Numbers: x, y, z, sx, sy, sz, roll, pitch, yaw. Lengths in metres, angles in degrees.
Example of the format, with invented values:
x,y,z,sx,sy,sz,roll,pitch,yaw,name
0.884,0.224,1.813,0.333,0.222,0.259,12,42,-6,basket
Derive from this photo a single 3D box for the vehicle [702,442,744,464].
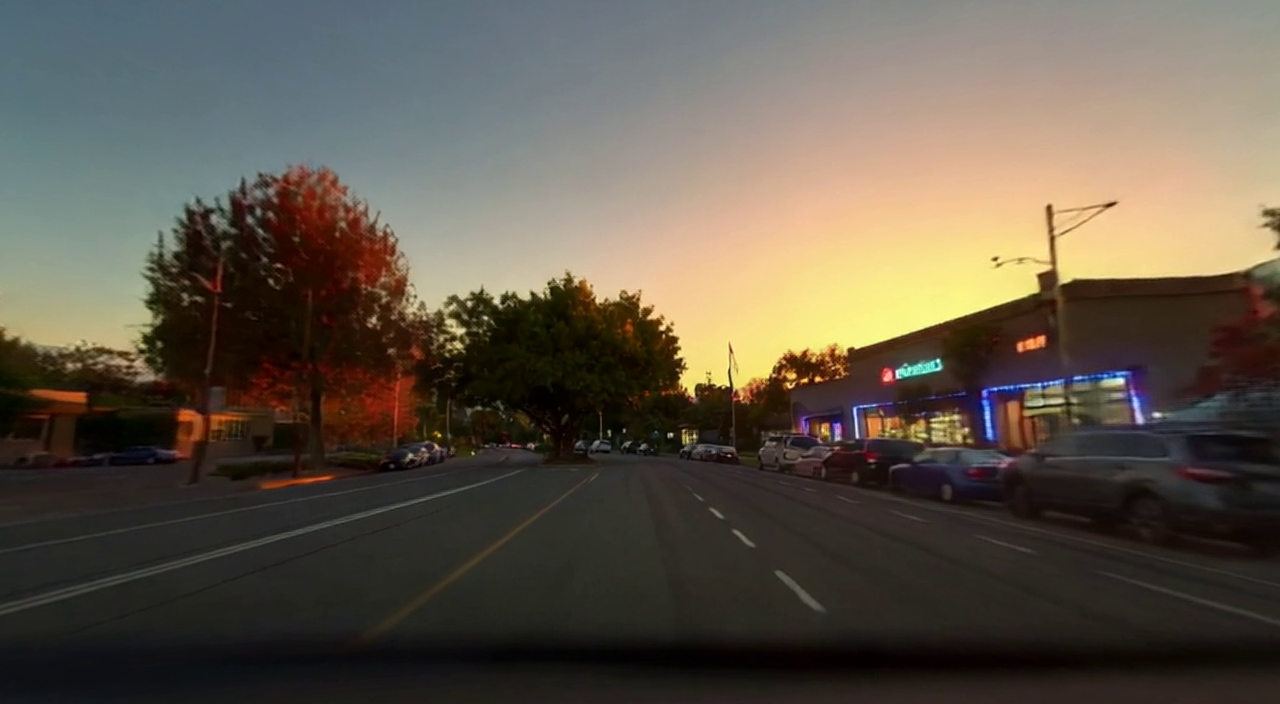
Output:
x,y,z,sx,sy,sz,roll,pitch,yaw,name
6.030,7.407,46.509,1.872,1.515,4.799,1,-9,-8,vehicle

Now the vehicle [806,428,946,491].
x,y,z,sx,sy,sz,roll,pitch,yaw,name
7.515,3.495,20.854,2.425,1.818,5.028,0,-9,-3,vehicle

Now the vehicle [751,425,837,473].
x,y,z,sx,sy,sz,roll,pitch,yaw,name
7.425,4.823,31.351,2.543,2.114,5.984,0,-9,-2,vehicle

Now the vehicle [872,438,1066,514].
x,y,z,sx,sy,sz,roll,pitch,yaw,name
7.422,2.839,15.031,1.870,1.469,5.136,0,-9,0,vehicle

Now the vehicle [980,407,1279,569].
x,y,z,sx,sy,sz,roll,pitch,yaw,name
7.599,1.821,9.313,2.095,1.693,5.173,0,-9,-2,vehicle

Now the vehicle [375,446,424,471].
x,y,z,sx,sy,sz,roll,pitch,yaw,name
-15.587,6.905,41.186,2.027,1.470,4.550,1,-9,-8,vehicle

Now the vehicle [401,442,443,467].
x,y,z,sx,sy,sz,roll,pitch,yaw,name
-15.940,7.488,46.327,1.927,1.748,4.474,1,-9,-7,vehicle
